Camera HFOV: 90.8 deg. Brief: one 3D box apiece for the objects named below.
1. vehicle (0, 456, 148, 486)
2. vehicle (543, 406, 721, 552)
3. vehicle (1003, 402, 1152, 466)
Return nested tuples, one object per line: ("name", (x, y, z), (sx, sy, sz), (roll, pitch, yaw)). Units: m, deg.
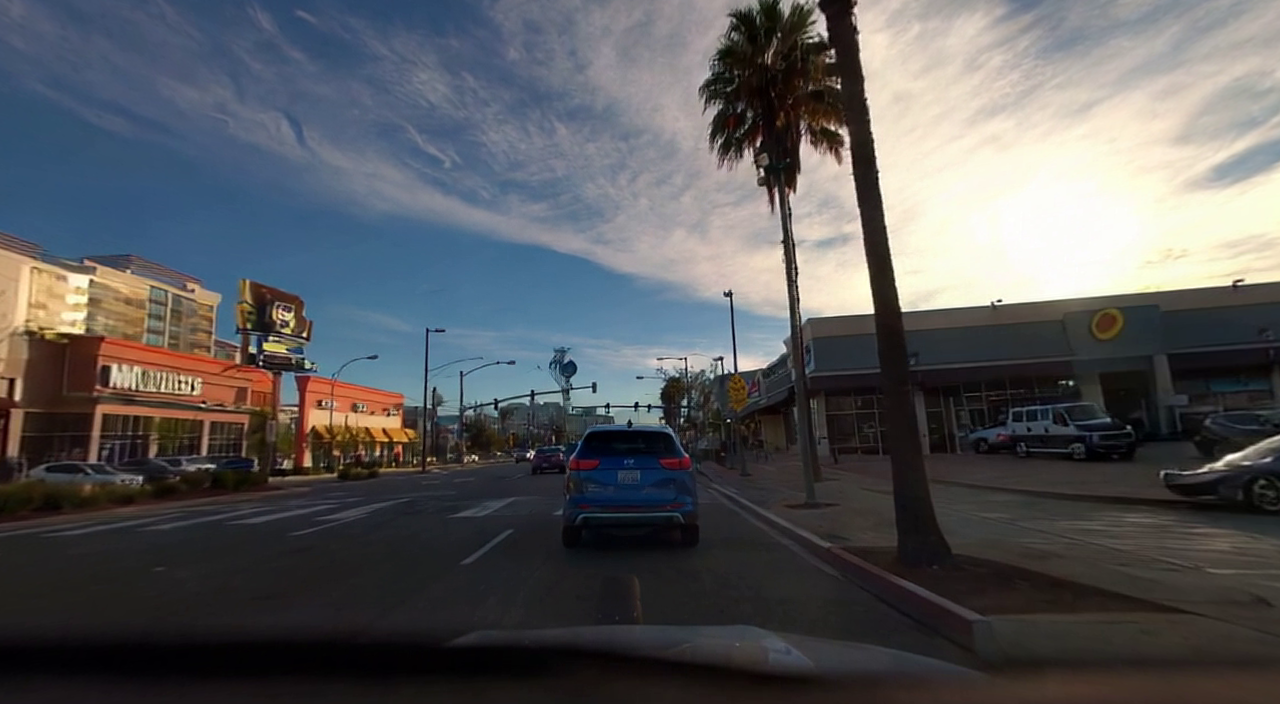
("vehicle", (-28.325, 5.949, 31.866), (5.154, 1.343, 1.943), (4, -10, -25))
("vehicle", (-0.140, 1.892, 9.963), (2.234, 1.818, 3.869), (0, -9, -1))
("vehicle", (16.088, 3.057, 23.122), (6.060, 2.047, 2.490), (6, -11, -36))
